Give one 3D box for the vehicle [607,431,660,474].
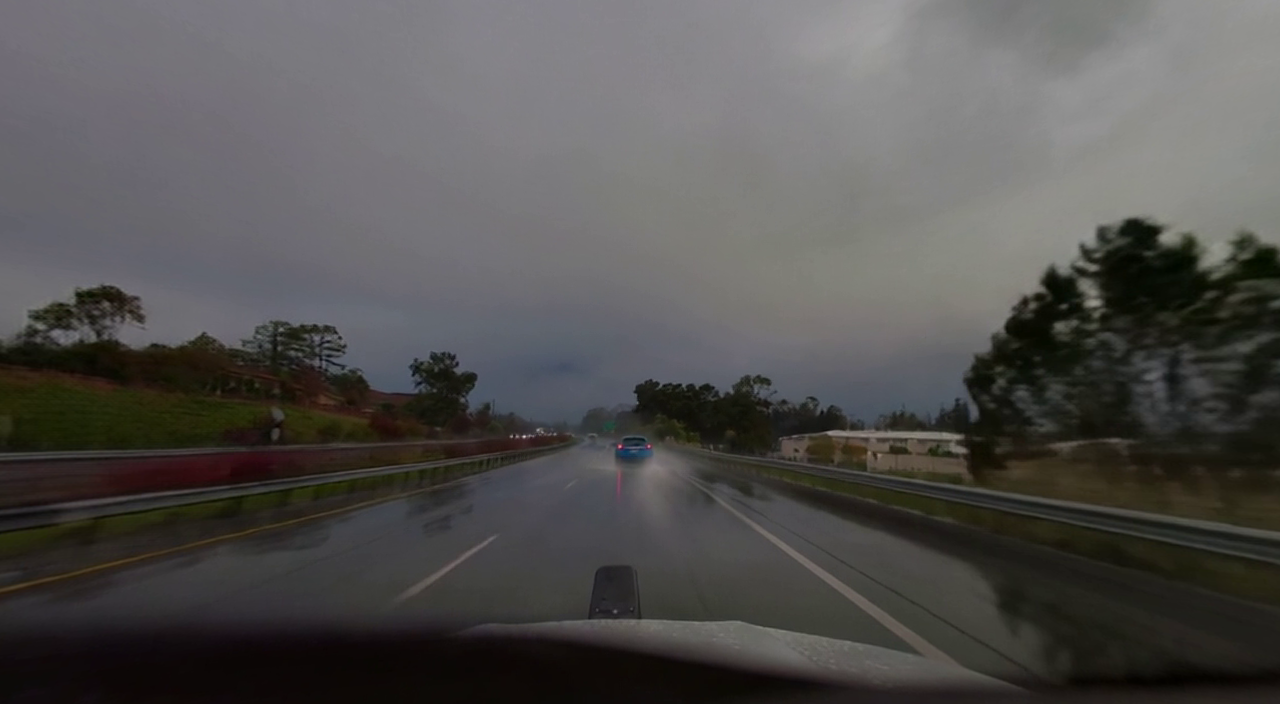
[{"bbox_3d":[-0.290,4.105,25.929,2.020,1.633,3.942,0,-8,-1],"label":"vehicle"}]
